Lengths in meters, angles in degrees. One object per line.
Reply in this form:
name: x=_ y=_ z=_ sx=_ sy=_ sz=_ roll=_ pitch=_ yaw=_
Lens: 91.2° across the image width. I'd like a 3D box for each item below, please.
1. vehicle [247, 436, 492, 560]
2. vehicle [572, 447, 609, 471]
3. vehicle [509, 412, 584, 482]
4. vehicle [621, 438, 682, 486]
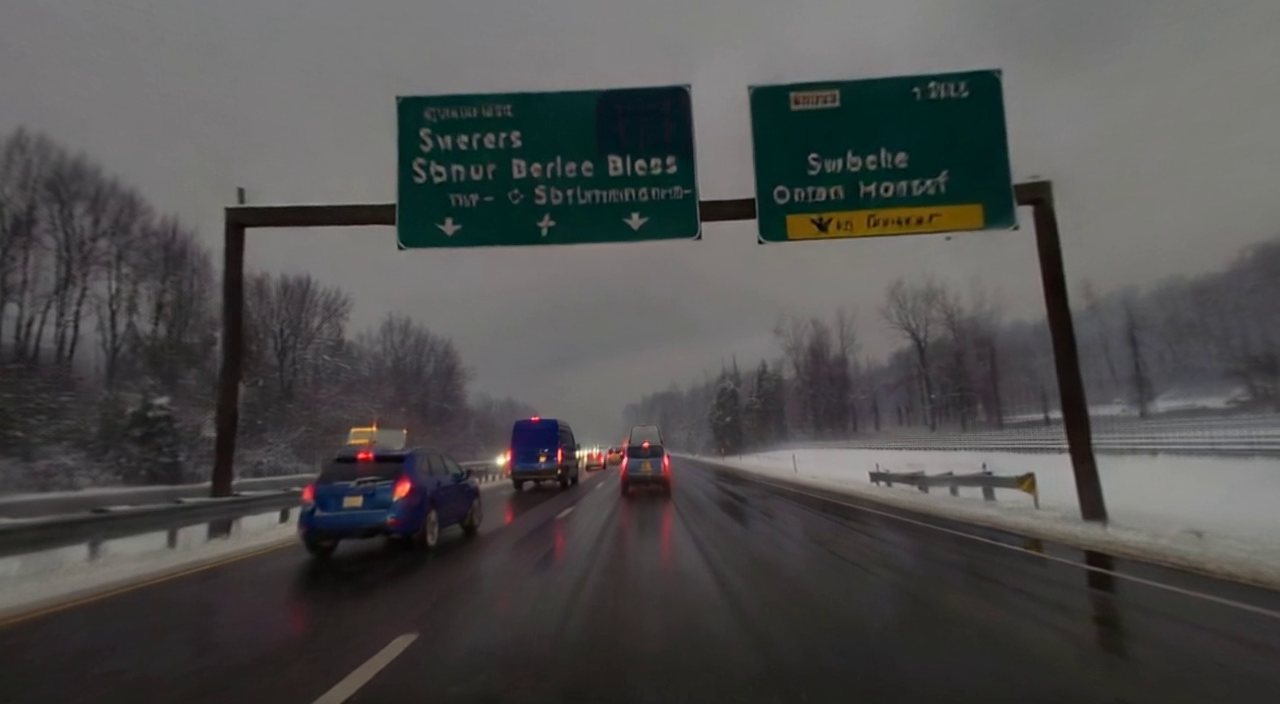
vehicle: x=-3.759 y=2.086 z=9.658 sx=1.977 sy=1.485 sz=3.973 roll=0 pitch=-9 yaw=0
vehicle: x=-3.252 y=7.103 z=41.843 sx=2.015 sy=1.496 sz=4.312 roll=-1 pitch=-9 yaw=1
vehicle: x=-3.908 y=4.120 z=27.323 sx=2.275 sy=2.692 sz=5.810 roll=0 pitch=-9 yaw=1
vehicle: x=0.439 y=4.284 z=24.652 sx=2.195 sy=1.679 sz=4.070 roll=0 pitch=-9 yaw=1
